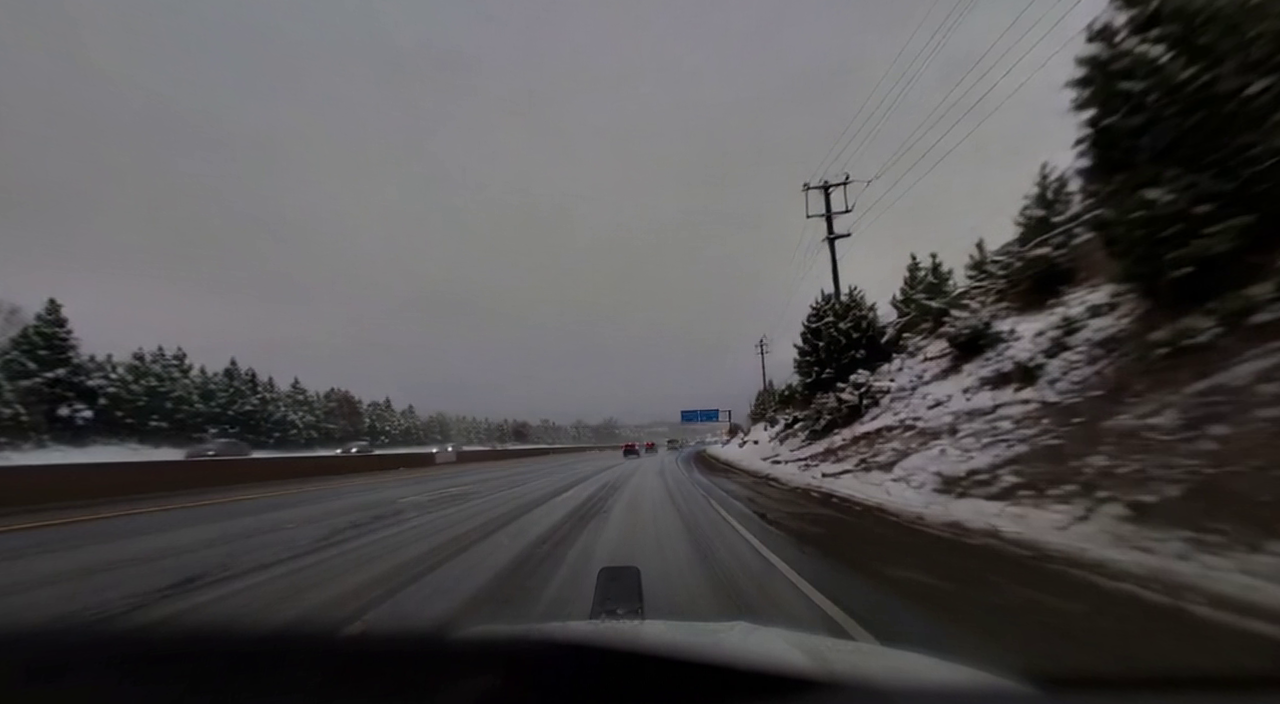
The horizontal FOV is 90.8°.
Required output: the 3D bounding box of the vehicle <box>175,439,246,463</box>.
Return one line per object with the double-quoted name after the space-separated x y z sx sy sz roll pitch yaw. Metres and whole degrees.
-31.122 7.208 45.928 1.860 1.648 4.477 -1 -9 2 "vehicle"
